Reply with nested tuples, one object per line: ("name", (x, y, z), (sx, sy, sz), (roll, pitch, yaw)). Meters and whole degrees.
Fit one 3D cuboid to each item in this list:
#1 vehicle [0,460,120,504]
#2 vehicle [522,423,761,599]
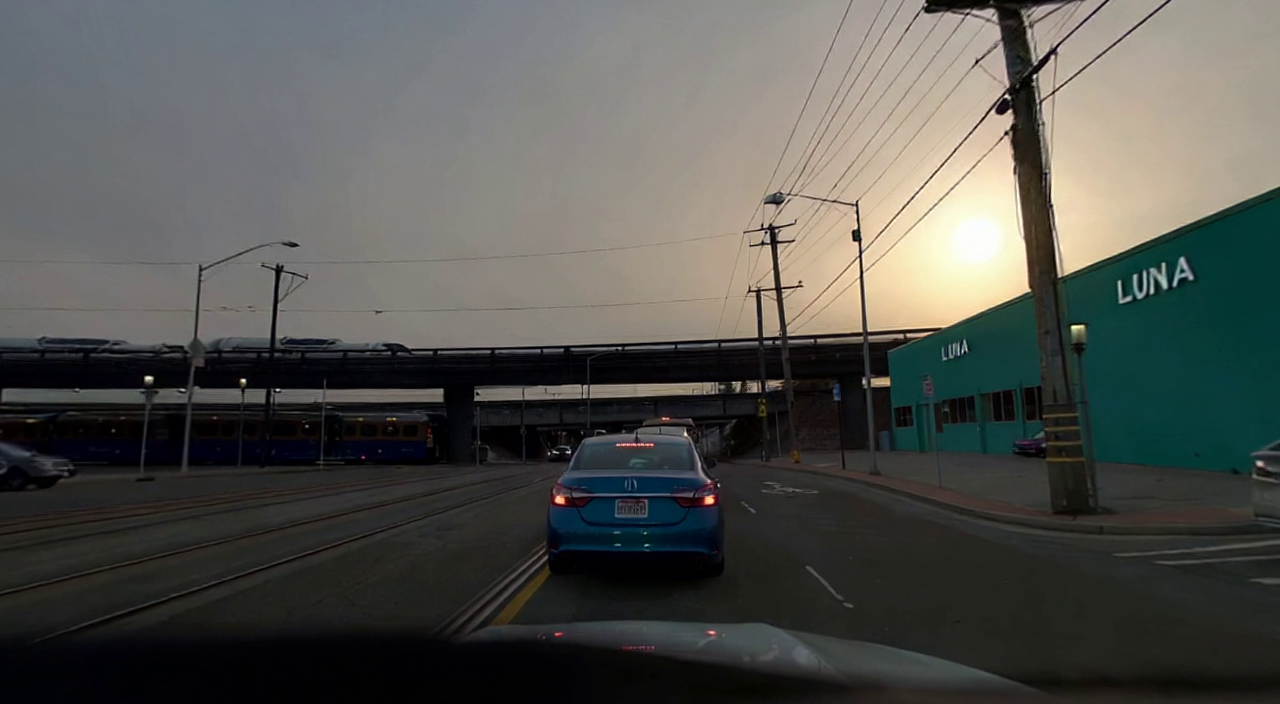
("vehicle", (-21.940, 4.677, 22.846), (4.566, 1.453, 1.935), (-1, -9, 5))
("vehicle", (0.096, 1.705, 7.616), (2.090, 1.518, 4.033), (-1, -9, 3))
